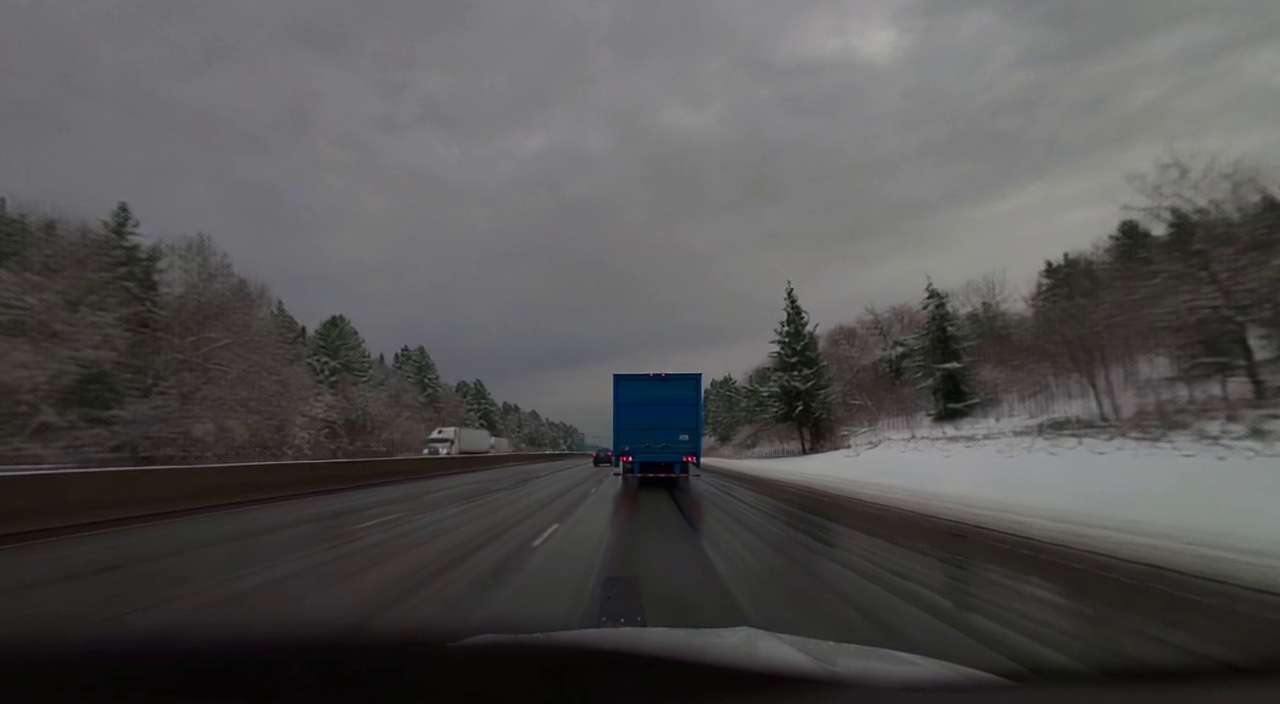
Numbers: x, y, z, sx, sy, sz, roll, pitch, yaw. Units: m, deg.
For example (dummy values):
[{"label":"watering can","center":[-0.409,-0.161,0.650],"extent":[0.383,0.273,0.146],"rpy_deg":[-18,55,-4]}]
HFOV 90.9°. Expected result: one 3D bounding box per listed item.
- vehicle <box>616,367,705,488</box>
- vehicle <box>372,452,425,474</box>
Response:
[{"label":"vehicle","center":[0.639,3.241,25.765],"extent":[2.898,3.973,10.063],"rpy_deg":[0,-9,0]},{"label":"vehicle","center":[-16.677,7.647,43.733],"extent":[1.901,1.420,4.320],"rpy_deg":[0,-9,0]}]
